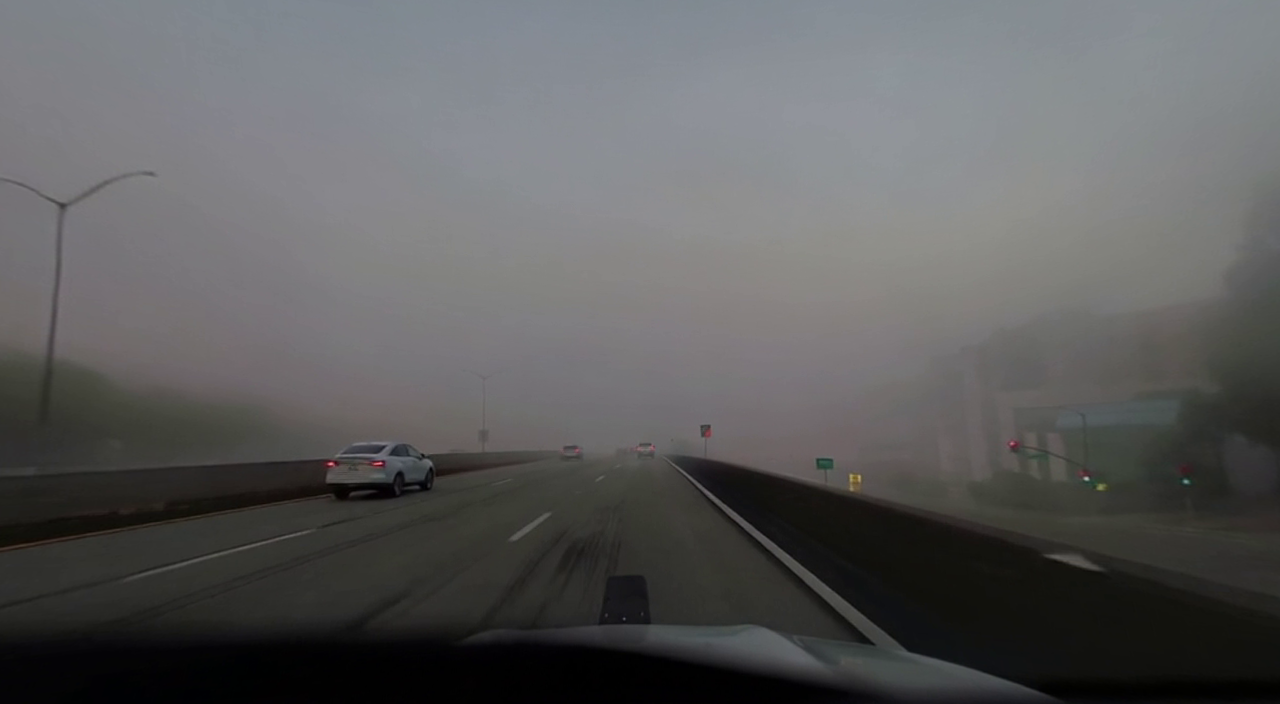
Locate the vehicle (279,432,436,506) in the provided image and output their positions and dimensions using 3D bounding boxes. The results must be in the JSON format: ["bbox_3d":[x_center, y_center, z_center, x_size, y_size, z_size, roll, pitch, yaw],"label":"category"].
[{"bbox_3d":[-7.299,3.050,16.914,2.088,1.678,4.426,-1,-8,1],"label":"vehicle"}]
